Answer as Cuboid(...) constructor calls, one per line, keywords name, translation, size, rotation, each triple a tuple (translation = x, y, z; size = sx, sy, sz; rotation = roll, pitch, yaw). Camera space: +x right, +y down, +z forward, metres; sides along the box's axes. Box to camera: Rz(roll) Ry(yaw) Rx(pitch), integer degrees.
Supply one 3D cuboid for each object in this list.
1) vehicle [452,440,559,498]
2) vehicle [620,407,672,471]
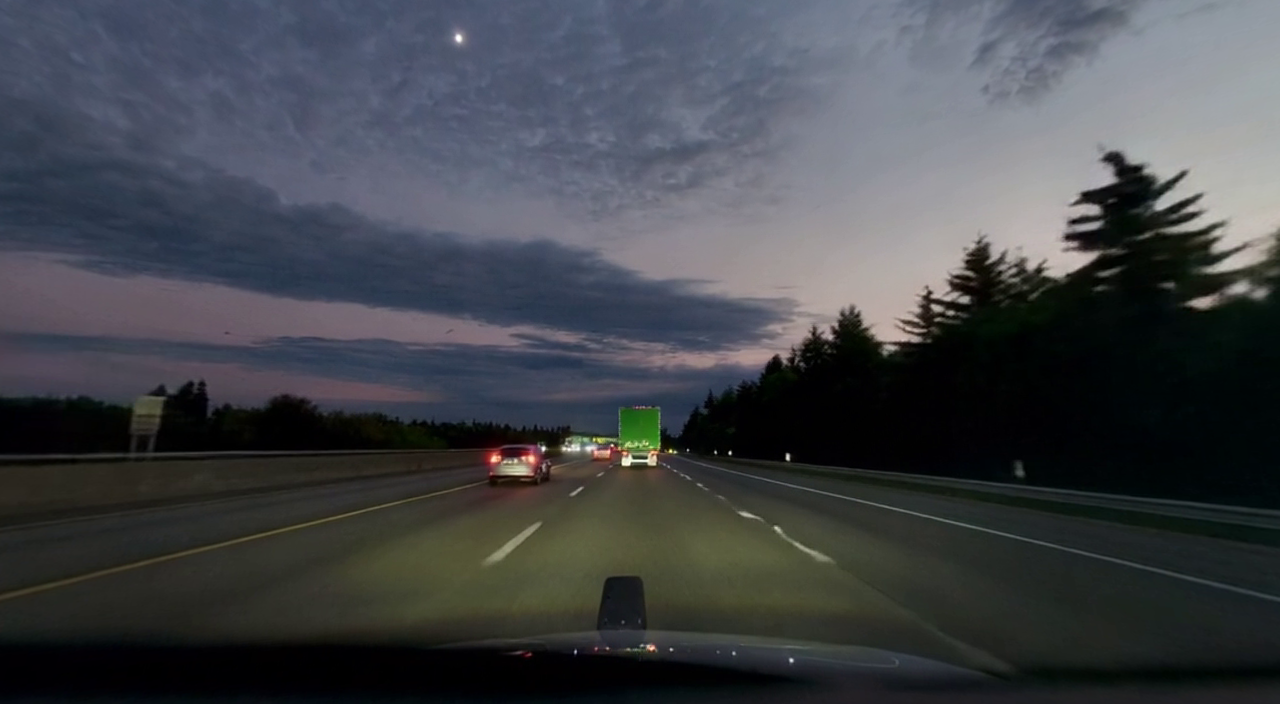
Cuboid(name="vehicle", translation=(-3.907, 3.501, 19.334), size=(2.114, 1.523, 5.110), rotation=(0, -9, 0))
Cuboid(name="vehicle", translation=(0.210, 5.705, 40.680), size=(2.893, 3.628, 9.081), rotation=(0, -9, -2))
